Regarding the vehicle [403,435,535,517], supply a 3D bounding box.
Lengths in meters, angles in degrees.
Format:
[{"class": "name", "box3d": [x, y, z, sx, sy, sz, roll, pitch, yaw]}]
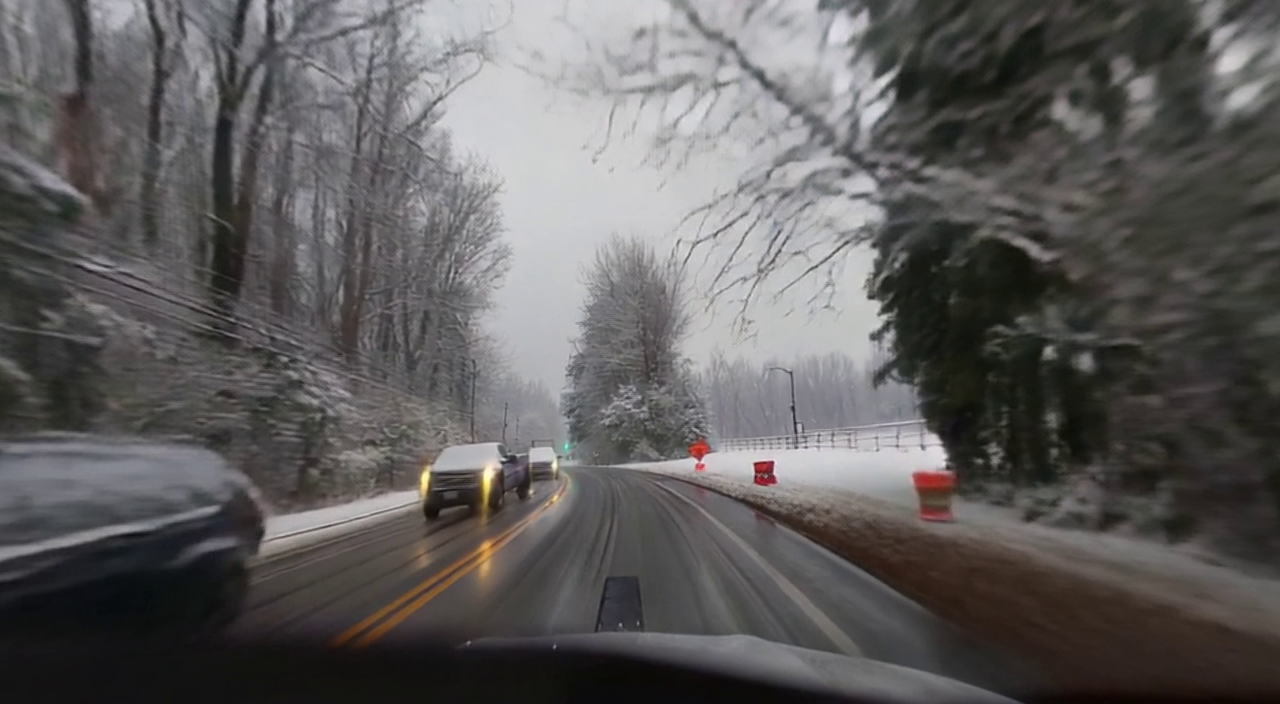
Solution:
[{"class": "vehicle", "box3d": [-4.036, 3.000, 15.904, 2.177, 1.721, 4.794, 1, -8, -3]}]

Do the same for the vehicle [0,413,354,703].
[{"class": "vehicle", "box3d": [-3.079, 0.980, 2.413, 2.032, 1.444, 4.164, 0, -8, 0]}]

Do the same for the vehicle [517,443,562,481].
[{"class": "vehicle", "box3d": [-5.060, 5.573, 32.392, 2.057, 1.792, 4.457, 1, -9, -7]}]
